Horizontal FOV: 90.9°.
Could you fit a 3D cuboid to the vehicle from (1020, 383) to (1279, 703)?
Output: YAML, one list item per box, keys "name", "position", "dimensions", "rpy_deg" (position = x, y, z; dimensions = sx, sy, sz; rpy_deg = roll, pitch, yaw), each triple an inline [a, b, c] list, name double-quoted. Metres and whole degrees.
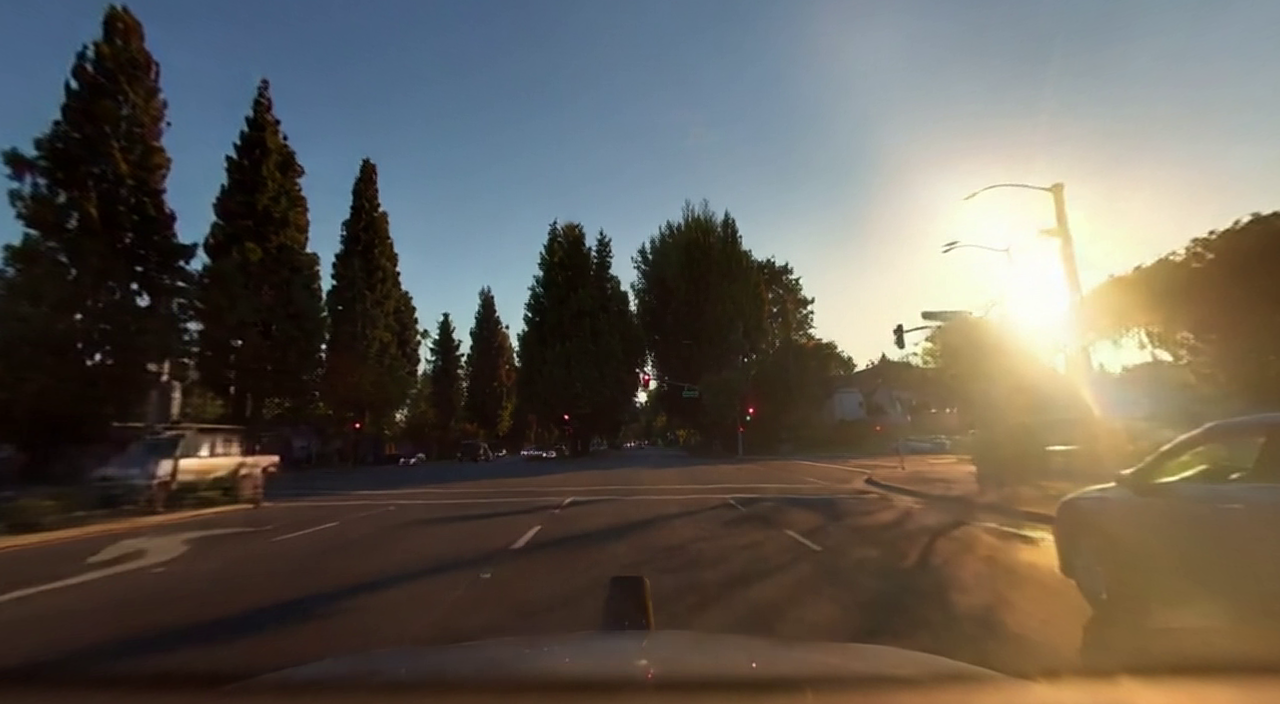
- name: "vehicle"
  position: [4.214, 0.999, 3.428]
  dimensions: [2.018, 1.591, 3.564]
  rpy_deg: [0, -9, 0]

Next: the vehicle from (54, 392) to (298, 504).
- name: "vehicle"
  position: [-13.405, 2.888, 19.094]
  dimensions: [2.357, 2.798, 6.419]
  rpy_deg: [0, -9, 1]
